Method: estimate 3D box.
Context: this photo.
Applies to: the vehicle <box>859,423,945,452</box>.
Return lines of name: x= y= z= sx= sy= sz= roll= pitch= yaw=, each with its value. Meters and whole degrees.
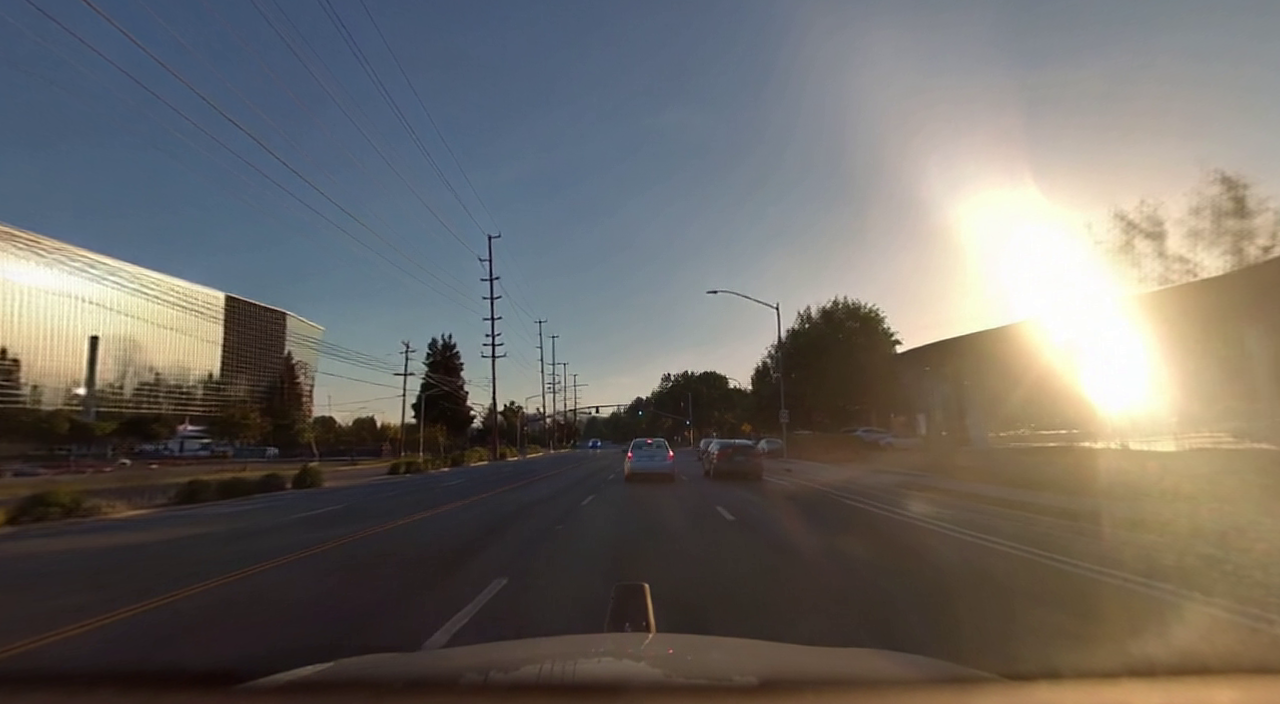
vehicle: x=16.019 y=5.273 z=38.759 sx=4.366 sy=1.701 sz=1.965 roll=0 pitch=-8 yaw=-1

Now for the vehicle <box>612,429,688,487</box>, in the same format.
vehicle: x=0.293 y=3.379 z=20.369 sx=2.200 sy=1.653 sz=4.127 roll=0 pitch=-8 yaw=0

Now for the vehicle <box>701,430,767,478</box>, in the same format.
vehicle: x=3.566 y=3.951 z=24.689 sx=1.914 sy=1.698 sz=4.049 roll=0 pitch=-8 yaw=0
